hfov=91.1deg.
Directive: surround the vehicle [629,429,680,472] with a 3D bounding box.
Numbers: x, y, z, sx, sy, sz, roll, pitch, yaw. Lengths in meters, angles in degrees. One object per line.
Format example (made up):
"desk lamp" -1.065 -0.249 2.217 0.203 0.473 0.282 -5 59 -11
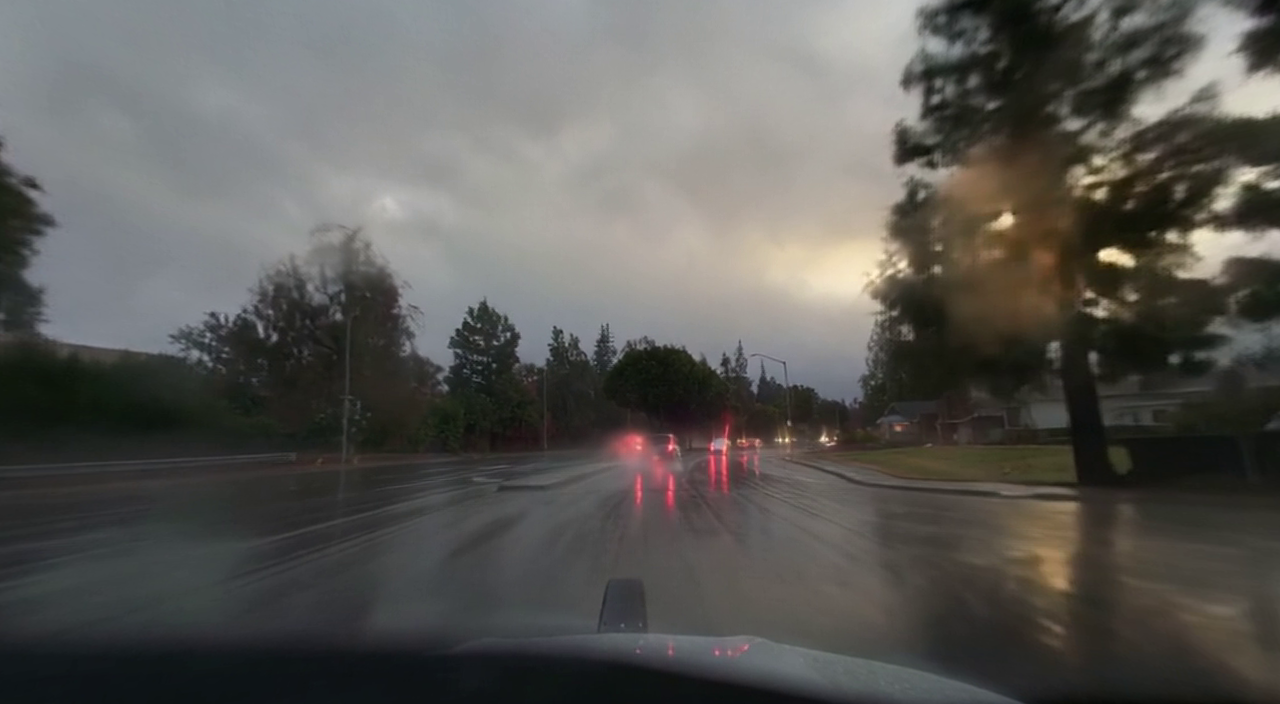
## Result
"vehicle" 0.810 4.929 31.607 2.072 2.002 4.391 -1 -8 7
